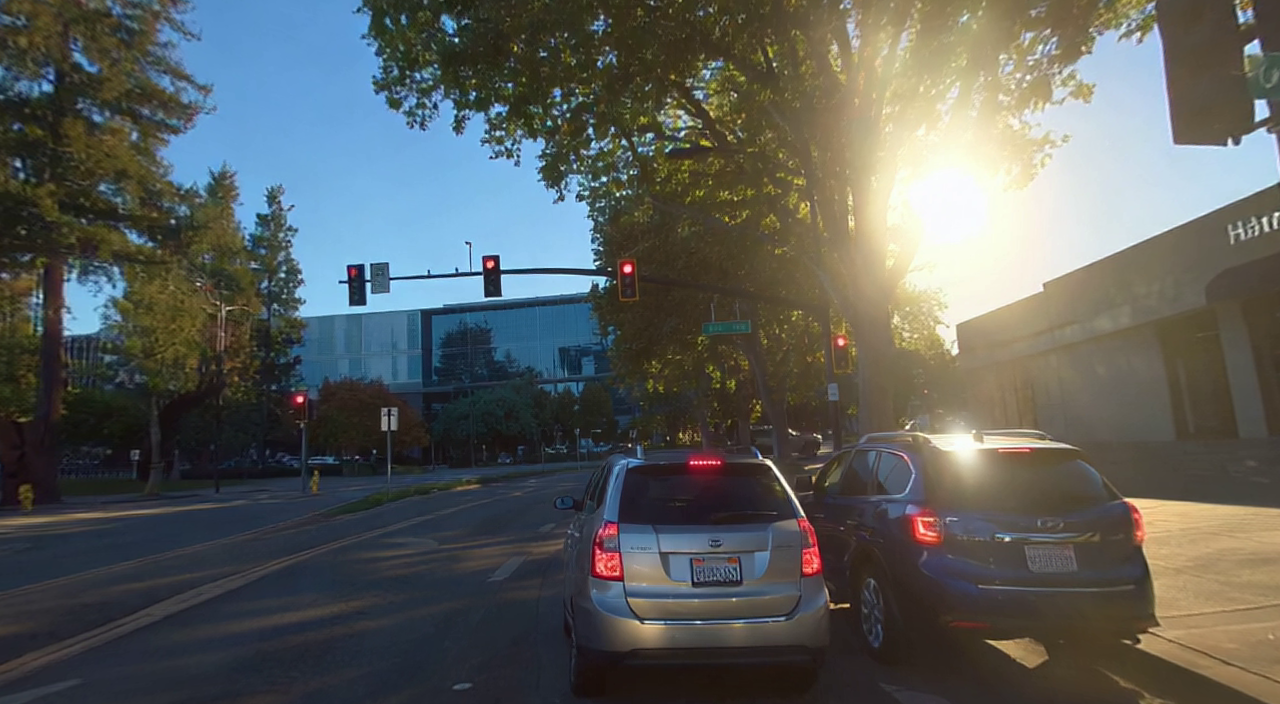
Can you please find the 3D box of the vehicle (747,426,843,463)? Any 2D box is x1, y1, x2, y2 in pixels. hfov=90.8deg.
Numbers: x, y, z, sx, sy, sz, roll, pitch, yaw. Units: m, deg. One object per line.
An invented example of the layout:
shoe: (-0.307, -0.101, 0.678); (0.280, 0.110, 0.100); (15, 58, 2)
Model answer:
vehicle: (8.425, 4.975, 34.009); (5.519, 1.842, 2.100); (7, -11, -40)
